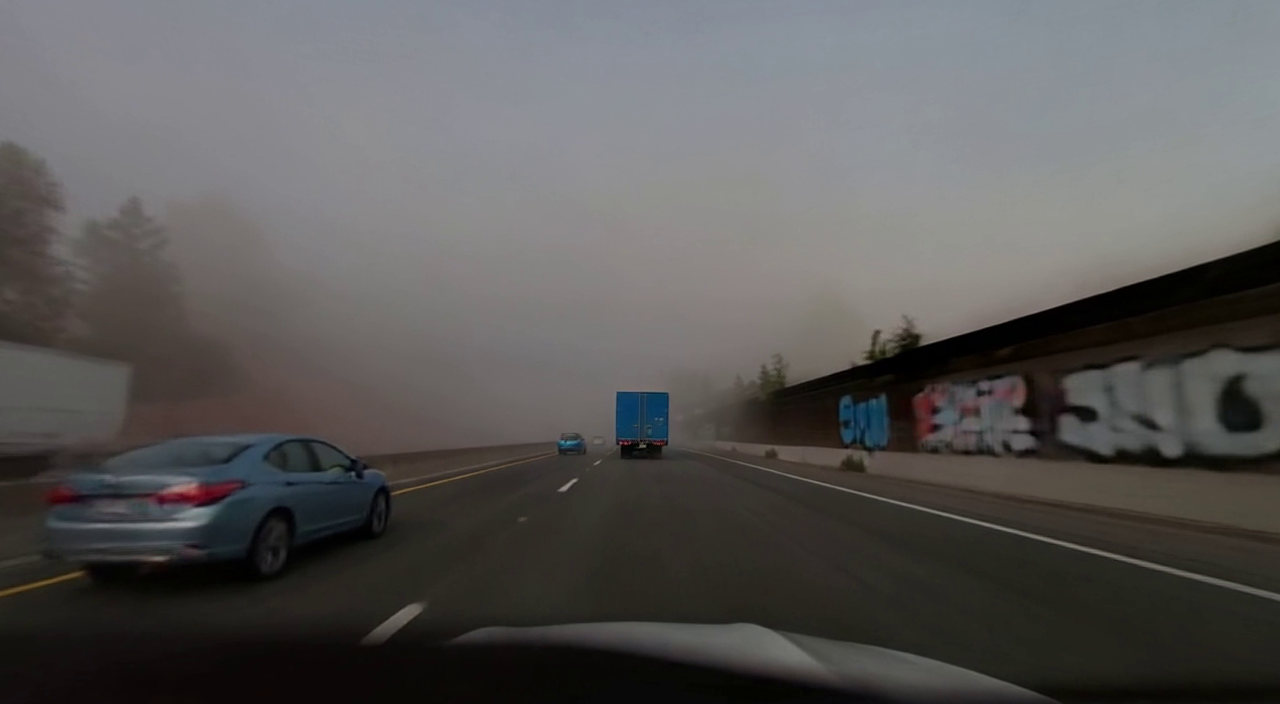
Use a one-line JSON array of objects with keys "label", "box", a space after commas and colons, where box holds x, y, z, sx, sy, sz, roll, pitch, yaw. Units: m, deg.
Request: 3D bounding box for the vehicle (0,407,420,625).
[{"label": "vehicle", "box": [-4.129, 1.465, 6.764, 1.948, 1.526, 4.525, 0, -8, -1]}]

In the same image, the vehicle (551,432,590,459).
[{"label": "vehicle", "box": [-4.373, 5.954, 40.258, 2.058, 1.645, 4.130, 0, -8, 0]}]

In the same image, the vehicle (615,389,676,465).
[{"label": "vehicle", "box": [0.133, 4.263, 35.314, 2.927, 3.649, 9.443, 0, -8, -2]}]
